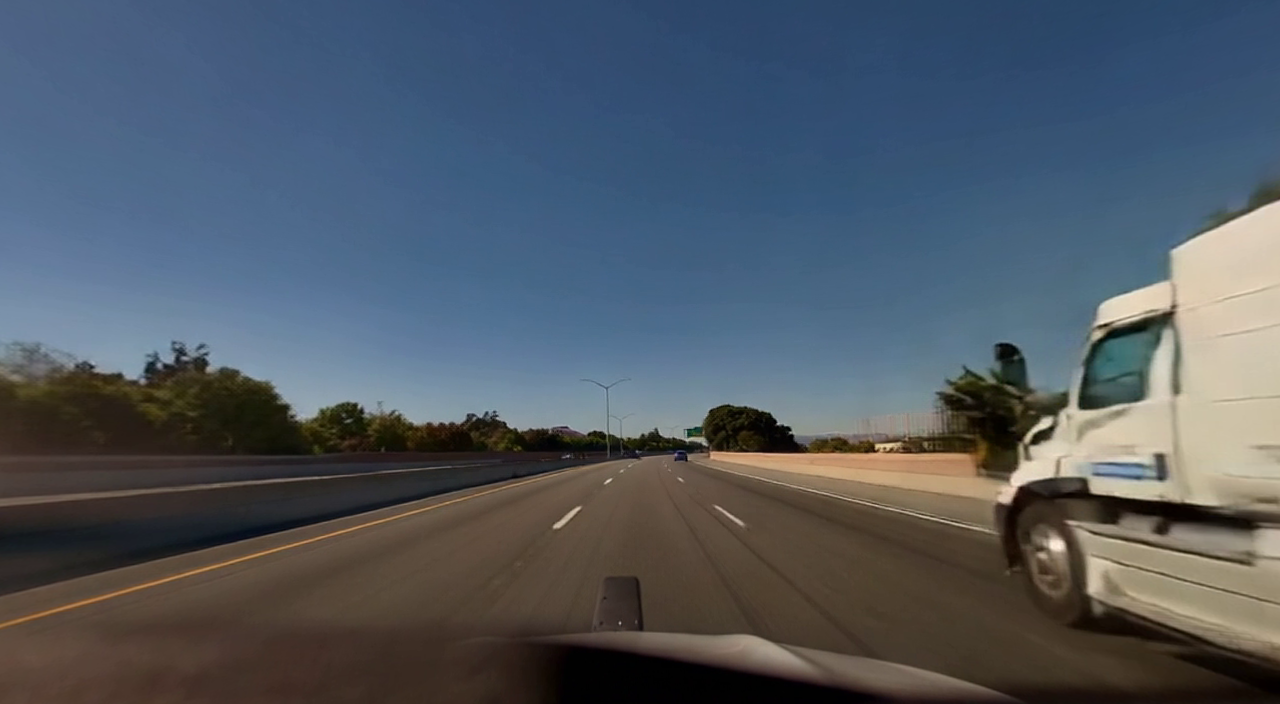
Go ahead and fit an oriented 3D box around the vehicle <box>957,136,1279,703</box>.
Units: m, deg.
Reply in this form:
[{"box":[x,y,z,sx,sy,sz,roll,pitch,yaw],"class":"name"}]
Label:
[{"box":[4.152,0.205,1.717,2.436,2.701,7.451,0,-9,-2],"class":"vehicle"}]
